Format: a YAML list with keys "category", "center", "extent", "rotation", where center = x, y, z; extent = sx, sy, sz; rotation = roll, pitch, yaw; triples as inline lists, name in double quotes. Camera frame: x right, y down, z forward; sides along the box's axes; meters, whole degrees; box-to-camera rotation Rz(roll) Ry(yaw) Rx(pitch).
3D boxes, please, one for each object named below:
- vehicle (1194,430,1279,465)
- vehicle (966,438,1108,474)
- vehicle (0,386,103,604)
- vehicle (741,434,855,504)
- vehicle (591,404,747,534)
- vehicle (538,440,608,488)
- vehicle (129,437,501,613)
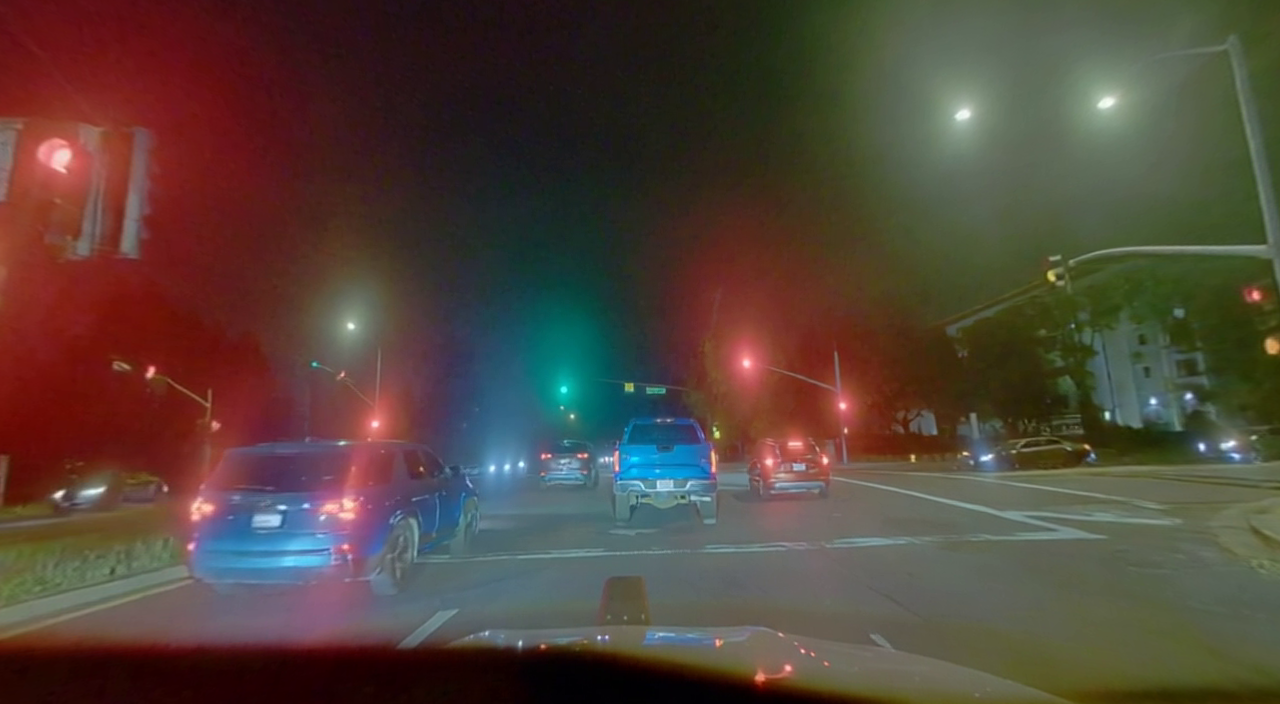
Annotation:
- category: "vehicle"
  center: [27.527, 4.198, 27.607]
  extent: [4.681, 1.458, 1.908]
  rotation: [0, -8, -1]
- category: "vehicle"
  center: [16.658, 4.375, 26.599]
  extent: [4.809, 1.458, 1.842]
  rotation: [0, -8, -3]
- category: "vehicle"
  center: [-7.669, 1.126, 4.283]
  extent: [2.530, 2.141, 6.143]
  rotation: [0, -8, 1]
- category: "vehicle"
  center: [4.117, 3.112, 17.242]
  extent: [1.984, 1.659, 4.226]
  rotation: [0, -8, -1]
- category: "vehicle"
  center: [0.564, 2.237, 12.613]
  extent: [2.505, 2.084, 4.768]
  rotation: [0, -8, 3]
- category: "vehicle"
  center: [-2.565, 4.446, 25.375]
  extent: [2.125, 1.739, 4.707]
  rotation: [0, -8, 2]
- category: "vehicle"
  center: [-3.314, 1.824, 7.783]
  extent: [1.998, 1.481, 4.656]
  rotation: [0, -8, 2]
